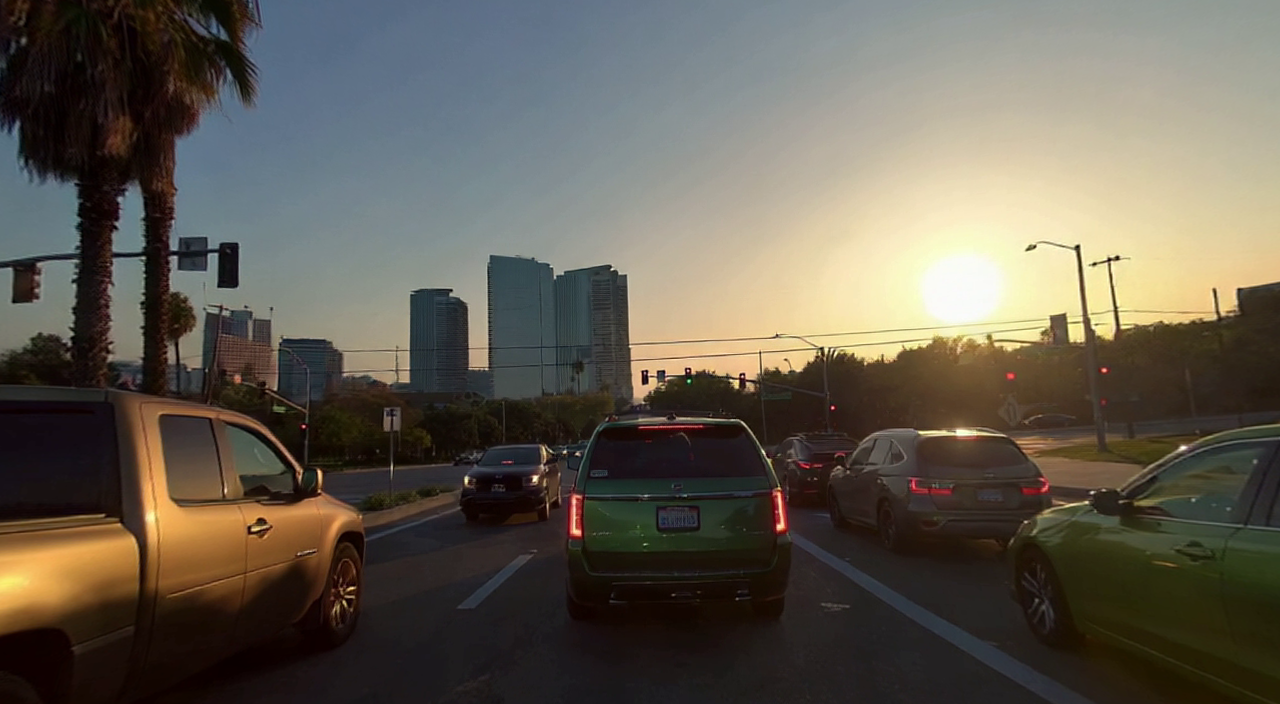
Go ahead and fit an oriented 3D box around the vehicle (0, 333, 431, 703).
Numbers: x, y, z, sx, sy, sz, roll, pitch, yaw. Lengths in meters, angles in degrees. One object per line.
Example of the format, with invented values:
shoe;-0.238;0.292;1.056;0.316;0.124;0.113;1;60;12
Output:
vehicle;-3.155;1.080;3.920;2.171;1.702;4.416;0;-9;0

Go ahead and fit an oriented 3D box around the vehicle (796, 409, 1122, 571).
vehicle;4.025;1.848;9.295;2.072;1.704;5.170;0;-9;-1

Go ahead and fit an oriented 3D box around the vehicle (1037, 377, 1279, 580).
vehicle;7.341;1.339;6.841;2.337;1.925;5.728;0;-8;1

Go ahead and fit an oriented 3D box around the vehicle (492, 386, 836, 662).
vehicle;0.181;1.373;6.044;2.123;1.704;4.128;0;-9;1
